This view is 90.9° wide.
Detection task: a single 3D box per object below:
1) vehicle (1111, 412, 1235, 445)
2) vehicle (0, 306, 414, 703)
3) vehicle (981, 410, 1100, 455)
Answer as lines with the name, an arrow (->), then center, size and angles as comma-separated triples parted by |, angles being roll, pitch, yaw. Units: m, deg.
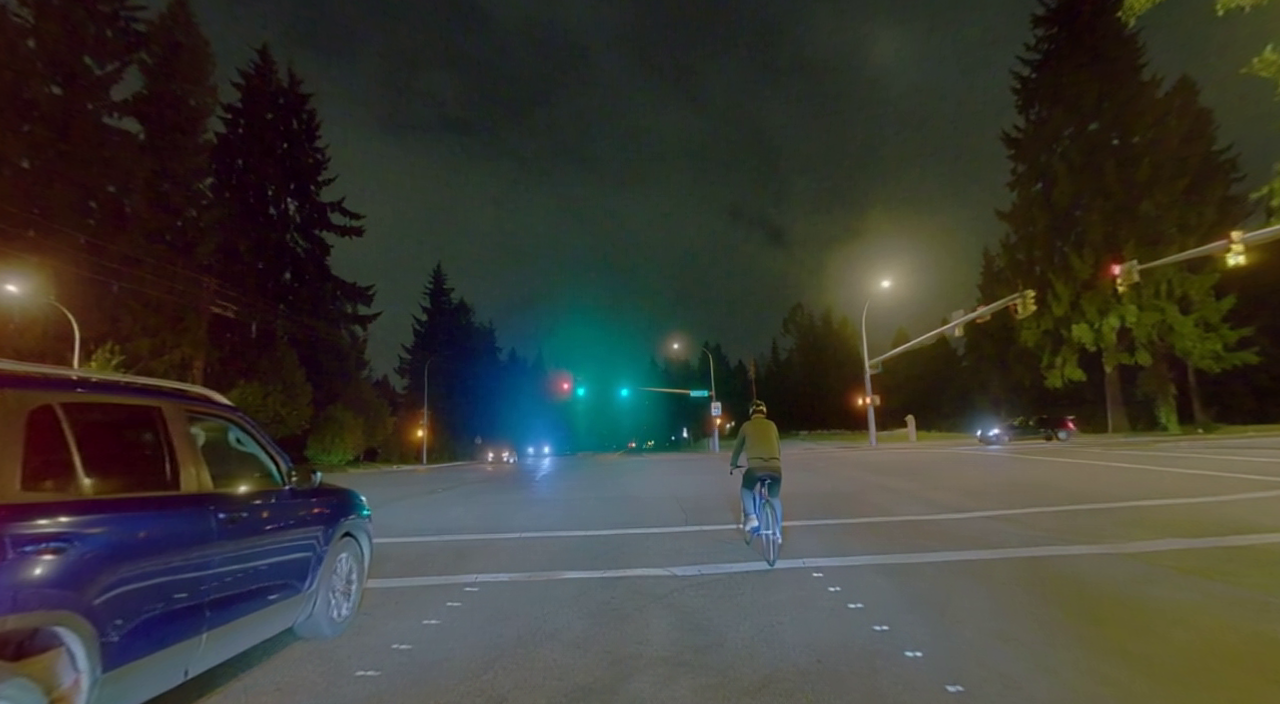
vehicle -> 25.740, 3.749, 30.476 | 4.716, 1.507, 1.904 | 2, -9, -11
vehicle -> -2.951, 0.907, 2.976 | 2.049, 1.756, 4.602 | 0, -8, 0
vehicle -> 18.579, 3.754, 29.362 | 4.237, 1.948, 1.997 | 0, -9, -9
